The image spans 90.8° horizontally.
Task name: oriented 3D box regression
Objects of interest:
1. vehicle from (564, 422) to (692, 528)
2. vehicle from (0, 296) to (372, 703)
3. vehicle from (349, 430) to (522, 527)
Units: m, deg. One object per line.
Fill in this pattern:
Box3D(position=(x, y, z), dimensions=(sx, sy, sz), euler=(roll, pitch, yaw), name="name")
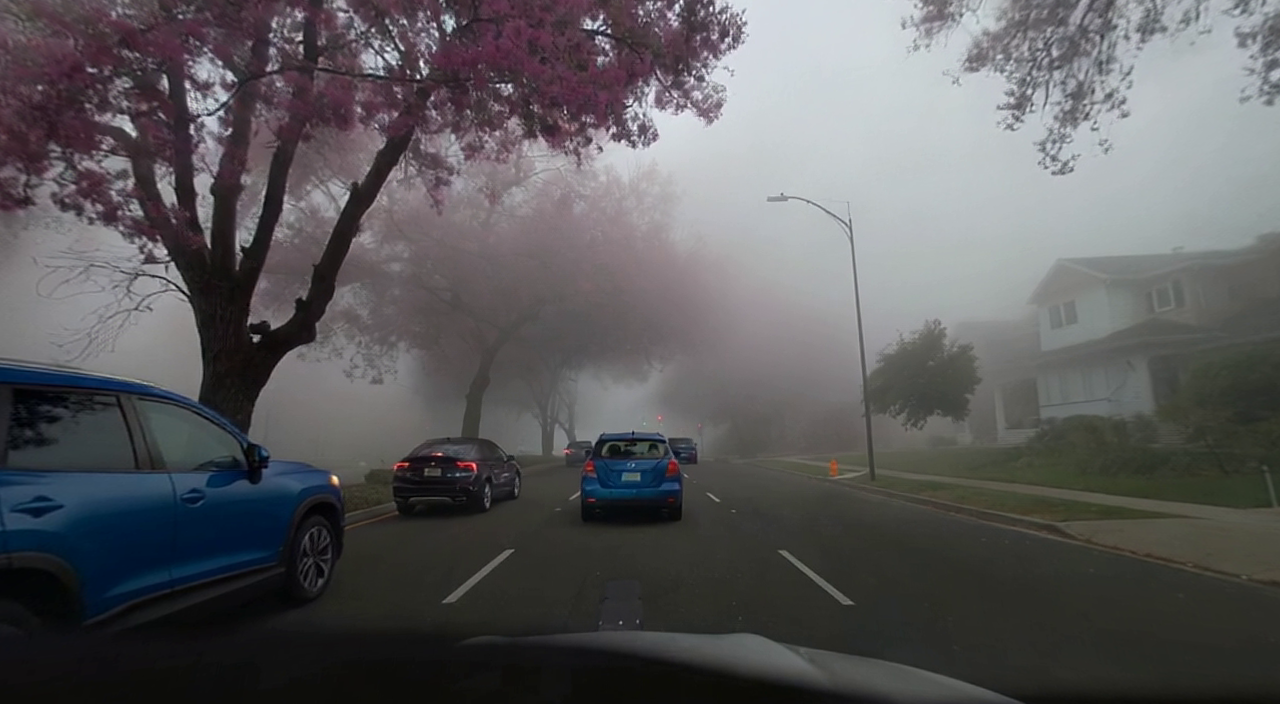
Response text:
Box3D(position=(-0.213, 2.199, 11.799), dimensions=(1.997, 1.636, 3.760), euler=(0, -8, -1), name="vehicle")
Box3D(position=(-3.613, 0.917, 3.572), dimensions=(2.161, 1.919, 4.798), euler=(0, -8, -1), name="vehicle")
Box3D(position=(-3.689, 2.347, 12.266), dimensions=(2.066, 1.565, 3.905), euler=(0, -8, 0), name="vehicle")
